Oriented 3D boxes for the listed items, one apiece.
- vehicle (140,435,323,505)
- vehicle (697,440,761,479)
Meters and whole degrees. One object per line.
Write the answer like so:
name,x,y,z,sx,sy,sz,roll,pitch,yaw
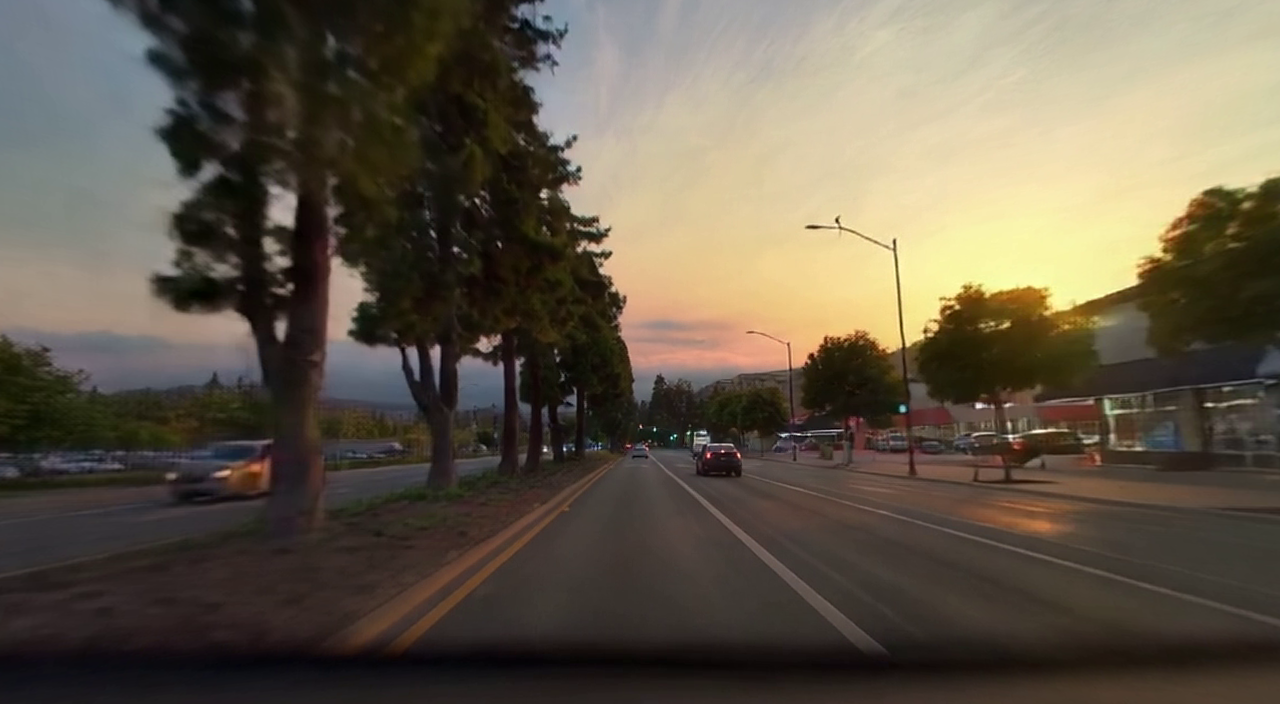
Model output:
vehicle,-11.784,3.416,18.783,2.116,1.789,4.889,0,-9,0
vehicle,3.639,4.486,26.613,1.983,1.482,4.463,0,-9,-1
